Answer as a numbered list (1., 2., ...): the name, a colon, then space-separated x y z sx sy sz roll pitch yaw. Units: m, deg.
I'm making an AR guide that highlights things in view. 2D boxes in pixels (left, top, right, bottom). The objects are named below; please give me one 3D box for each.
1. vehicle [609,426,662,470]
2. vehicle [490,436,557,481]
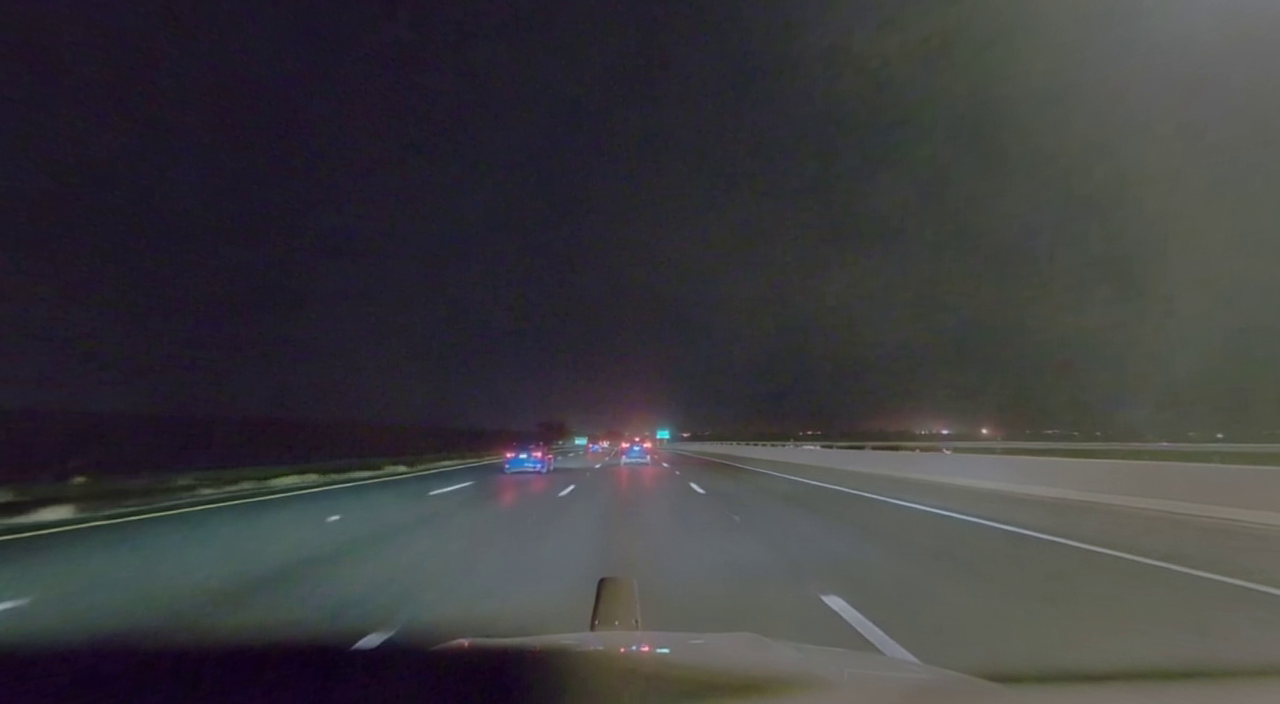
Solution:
1. vehicle: -0.268 4.684 30.820 2.382 1.973 4.439 -1 -8 -2
2. vehicle: -4.428 4.089 24.424 1.945 1.550 3.780 -1 -8 -1
